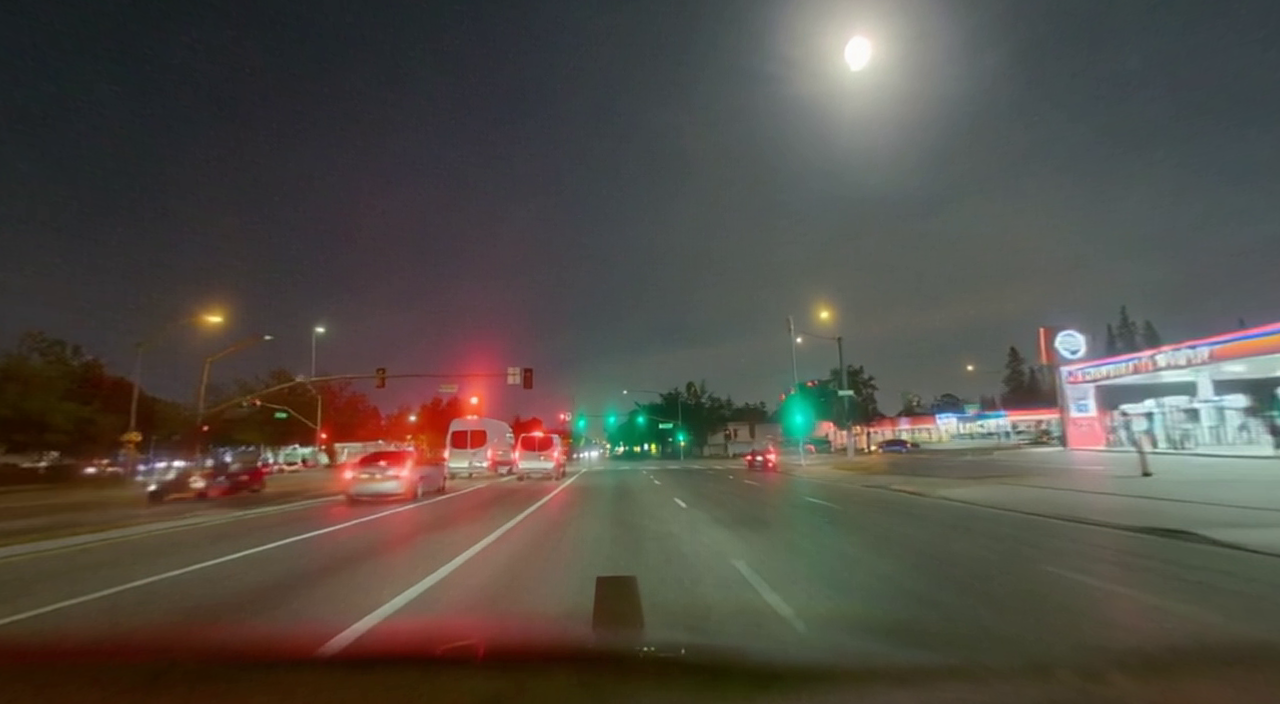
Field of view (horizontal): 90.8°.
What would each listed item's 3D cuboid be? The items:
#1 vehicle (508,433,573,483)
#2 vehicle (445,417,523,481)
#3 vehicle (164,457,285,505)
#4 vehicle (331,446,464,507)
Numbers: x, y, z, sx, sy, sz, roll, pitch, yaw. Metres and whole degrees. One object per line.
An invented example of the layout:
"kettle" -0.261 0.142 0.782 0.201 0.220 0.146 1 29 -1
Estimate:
"vehicle" -4.399 4.778 28.784 2.206 2.007 5.190 0 -9 -1
"vehicle" -7.185 4.577 29.788 2.405 2.696 5.561 0 -9 -2
"vehicle" -16.238 5.014 24.999 2.045 1.621 4.220 0 -9 -3
"vehicle" -6.696 3.448 18.107 1.993 1.490 4.768 0 -9 -1
